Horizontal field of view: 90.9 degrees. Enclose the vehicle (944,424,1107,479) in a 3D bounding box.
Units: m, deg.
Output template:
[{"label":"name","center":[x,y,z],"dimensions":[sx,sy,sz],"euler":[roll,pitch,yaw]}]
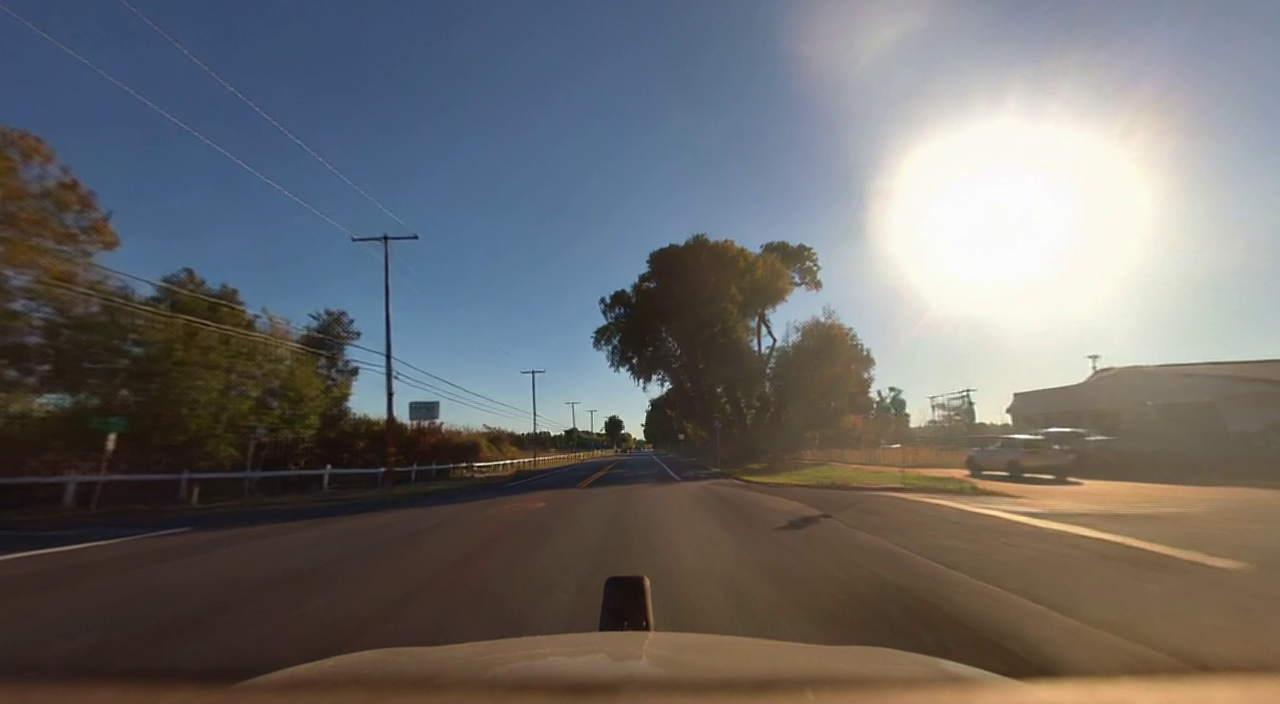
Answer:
[{"label":"vehicle","center":[14.333,3.726,23.852],"dimensions":[2.037,1.829,4.919],"euler":[3,-9,-21]}]
